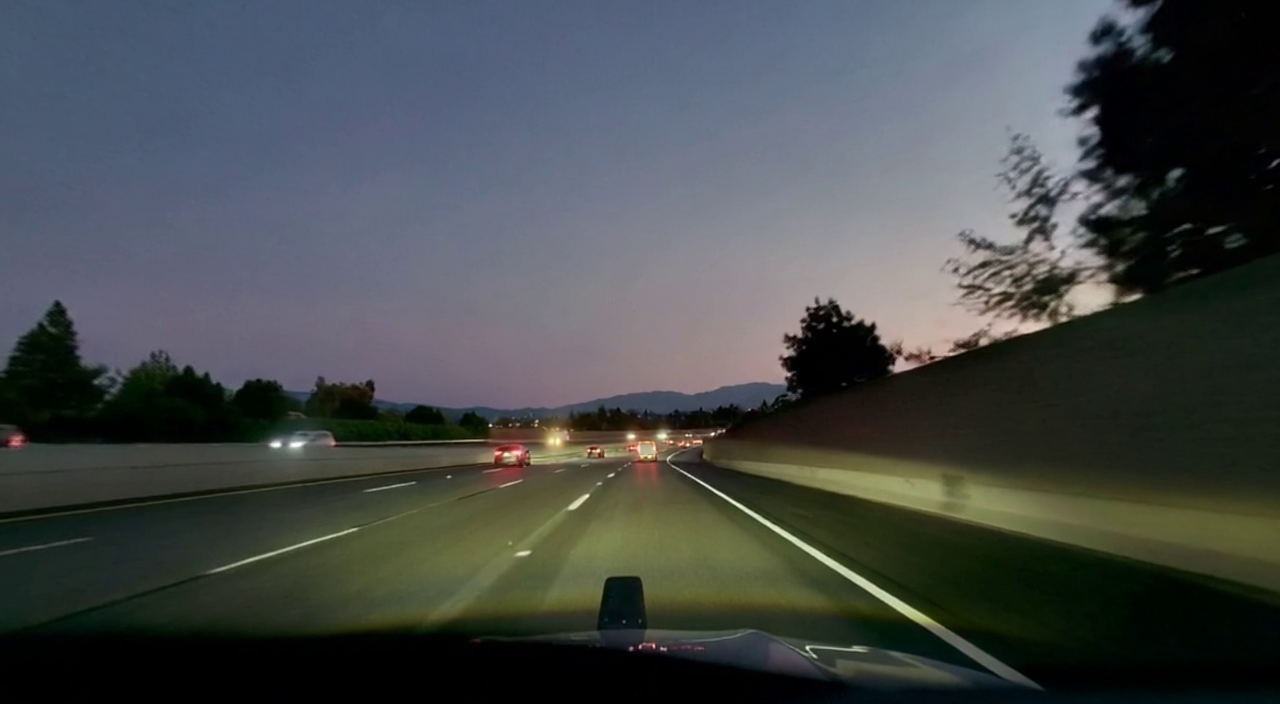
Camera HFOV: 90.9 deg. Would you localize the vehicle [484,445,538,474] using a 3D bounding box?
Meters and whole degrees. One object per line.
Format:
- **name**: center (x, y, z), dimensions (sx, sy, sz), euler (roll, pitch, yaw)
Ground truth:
- **vehicle**: center (-6.970, 5.841, 34.454), dimensions (1.966, 1.488, 4.243), euler (-1, -9, 2)
